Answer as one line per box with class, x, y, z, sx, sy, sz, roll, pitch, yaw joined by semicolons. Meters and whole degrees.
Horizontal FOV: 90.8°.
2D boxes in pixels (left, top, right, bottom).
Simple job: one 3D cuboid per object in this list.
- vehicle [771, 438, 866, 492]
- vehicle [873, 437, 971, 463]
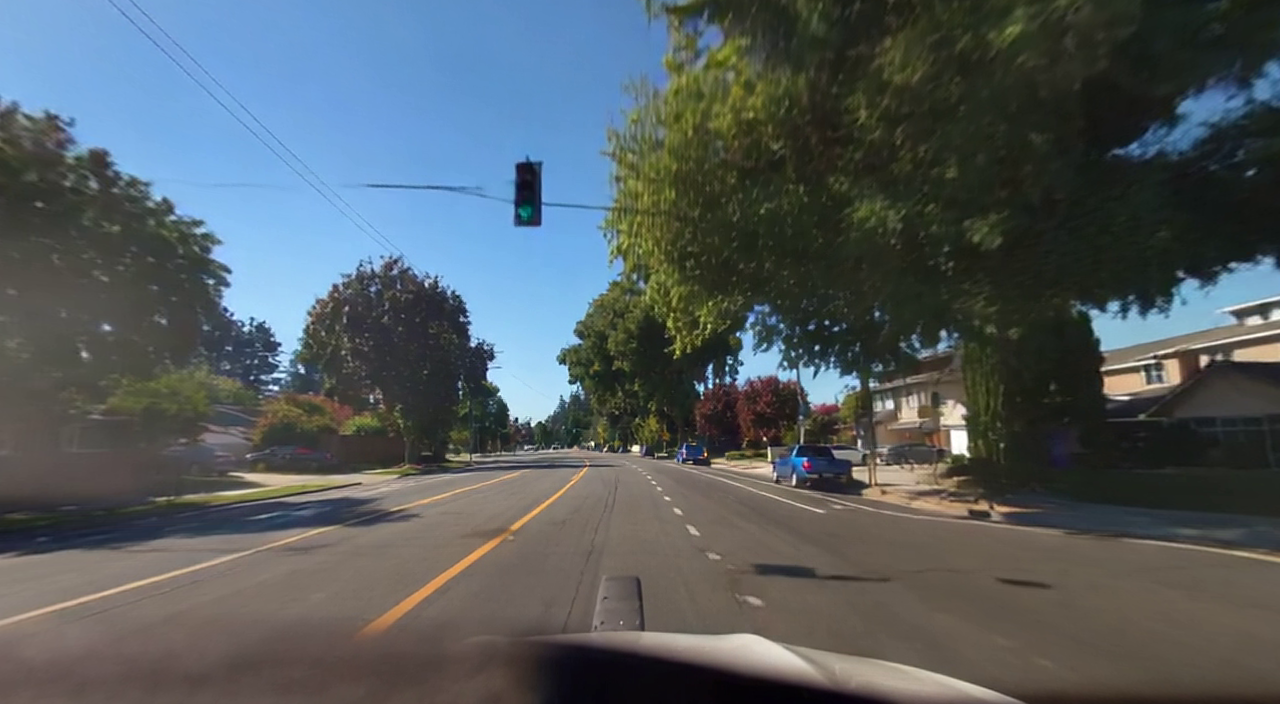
vehicle;6.261;3.992;22.727;2.024;1.710;4.525;0;-9;-1
vehicle;16.128;5.632;36.281;4.656;1.466;1.924;0;-8;-1
